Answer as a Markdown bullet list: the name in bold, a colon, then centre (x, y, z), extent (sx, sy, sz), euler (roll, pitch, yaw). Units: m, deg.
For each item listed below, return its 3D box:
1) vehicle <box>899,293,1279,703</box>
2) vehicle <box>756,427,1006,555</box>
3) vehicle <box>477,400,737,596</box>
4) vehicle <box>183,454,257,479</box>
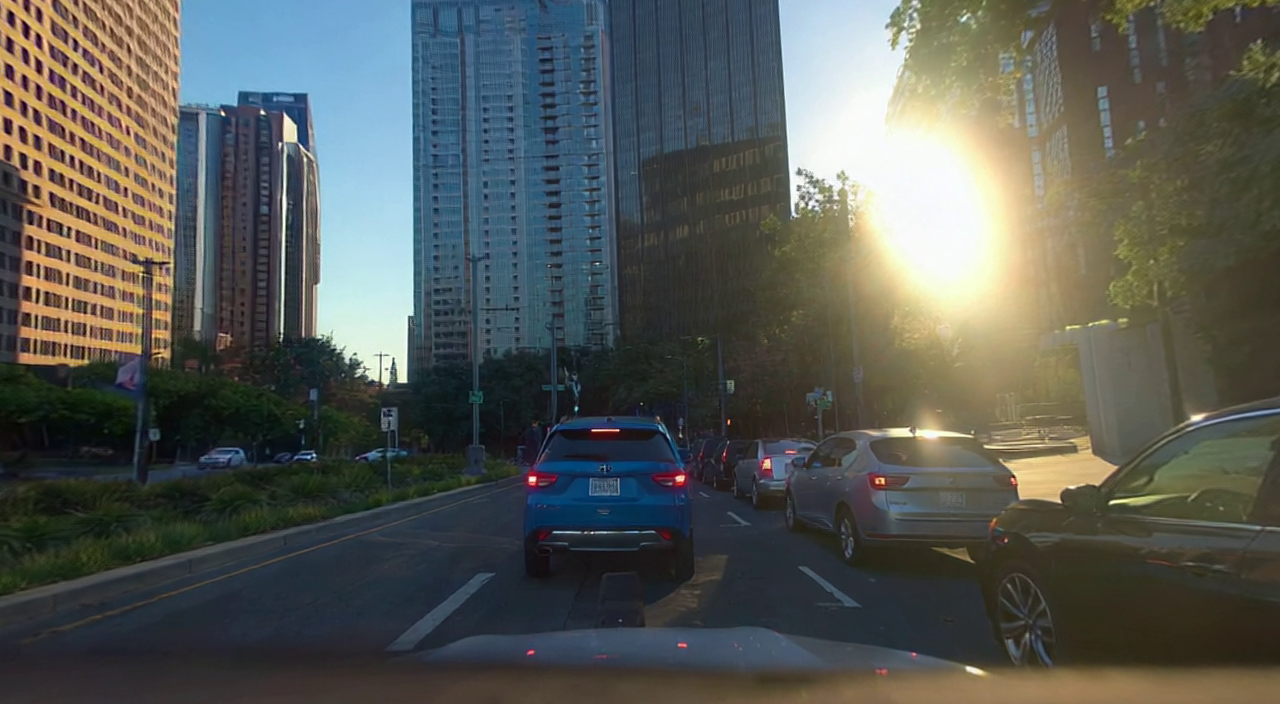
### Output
- **vehicle**: centre (2.993, 0.752, 2.249), extent (2.063, 1.760, 4.664), euler (0, -9, -1)
- **vehicle**: centre (3.275, 1.987, 9.817), extent (1.941, 1.482, 4.632), euler (0, -9, -1)
- **vehicle**: centre (-0.341, 1.580, 7.621), extent (2.249, 1.684, 4.084), euler (0, -9, -2)
- **vehicle**: centre (-27.707, 7.541, 41.873), extent (1.967, 1.428, 4.832), euler (0, -9, -5)
